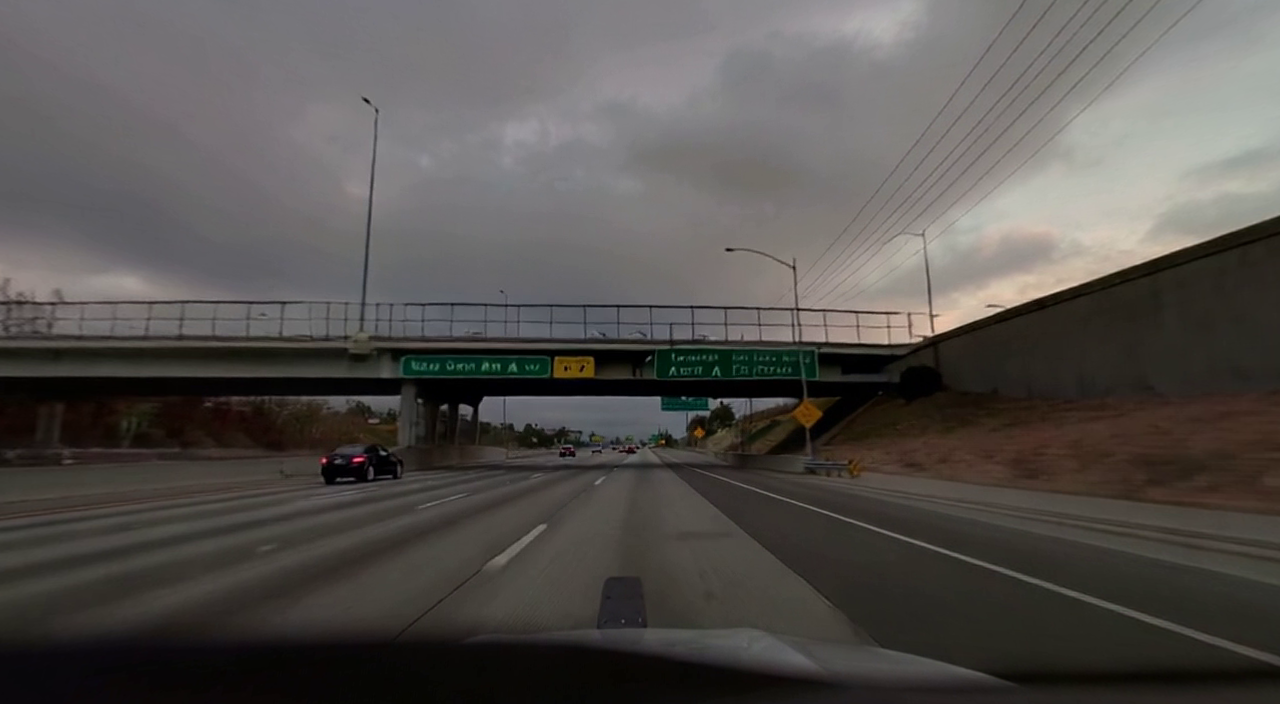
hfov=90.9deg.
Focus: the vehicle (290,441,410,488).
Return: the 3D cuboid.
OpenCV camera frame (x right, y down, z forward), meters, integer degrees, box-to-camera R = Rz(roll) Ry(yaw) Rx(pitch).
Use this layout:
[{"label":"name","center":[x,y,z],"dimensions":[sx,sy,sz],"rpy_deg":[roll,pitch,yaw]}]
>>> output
[{"label":"vehicle","center":[-10.188,3.964,22.607],"dimensions":[2.056,1.476,4.562],"rpy_deg":[0,-8,1]}]
